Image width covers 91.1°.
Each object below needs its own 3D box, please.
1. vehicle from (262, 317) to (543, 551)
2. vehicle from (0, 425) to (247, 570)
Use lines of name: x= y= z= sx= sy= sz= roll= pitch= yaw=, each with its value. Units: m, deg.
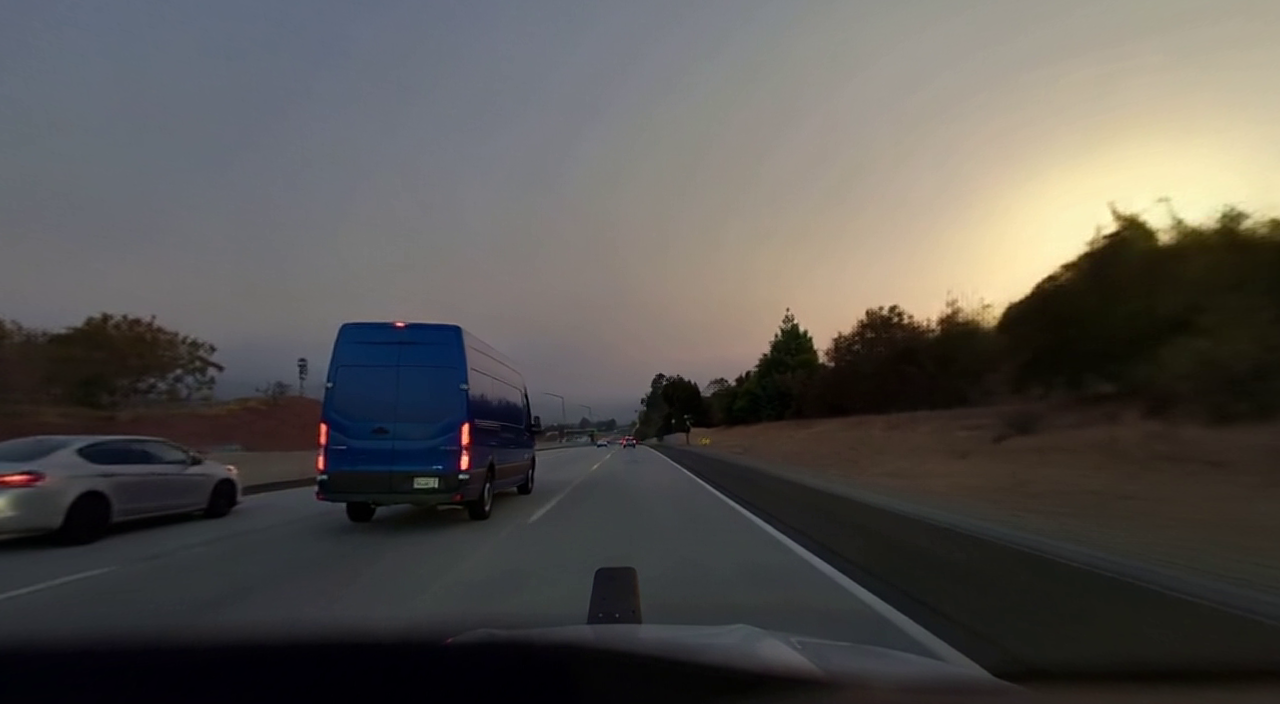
vehicle: x=-3.363 y=1.443 z=11.194 sx=2.428 sy=2.782 sz=7.330 roll=0 pitch=-8 yaw=-3
vehicle: x=-7.508 y=1.691 z=7.969 sx=1.994 sy=1.466 sz=4.837 roll=0 pitch=-8 yaw=-1
